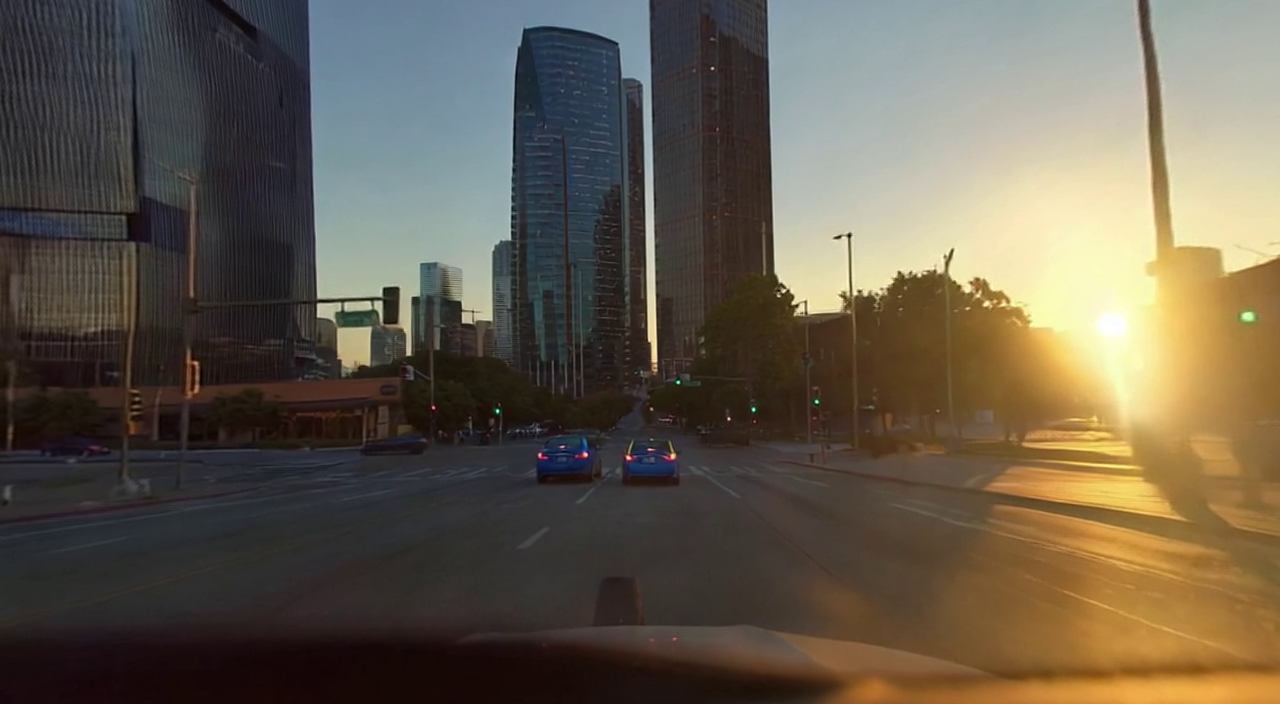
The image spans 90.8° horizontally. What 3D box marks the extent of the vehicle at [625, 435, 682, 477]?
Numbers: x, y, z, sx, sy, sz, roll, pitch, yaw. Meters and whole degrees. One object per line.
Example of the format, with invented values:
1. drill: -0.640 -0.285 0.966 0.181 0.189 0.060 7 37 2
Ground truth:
1. vehicle: 0.500 4.007 24.407 2.016 1.478 3.795 0 -9 1

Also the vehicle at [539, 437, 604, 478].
1. vehicle: -2.655 4.217 25.520 1.995 1.479 4.627 0 -9 1

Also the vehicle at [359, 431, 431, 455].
1. vehicle: -19.170 7.164 49.630 4.964 1.789 1.941 1 -9 -10
